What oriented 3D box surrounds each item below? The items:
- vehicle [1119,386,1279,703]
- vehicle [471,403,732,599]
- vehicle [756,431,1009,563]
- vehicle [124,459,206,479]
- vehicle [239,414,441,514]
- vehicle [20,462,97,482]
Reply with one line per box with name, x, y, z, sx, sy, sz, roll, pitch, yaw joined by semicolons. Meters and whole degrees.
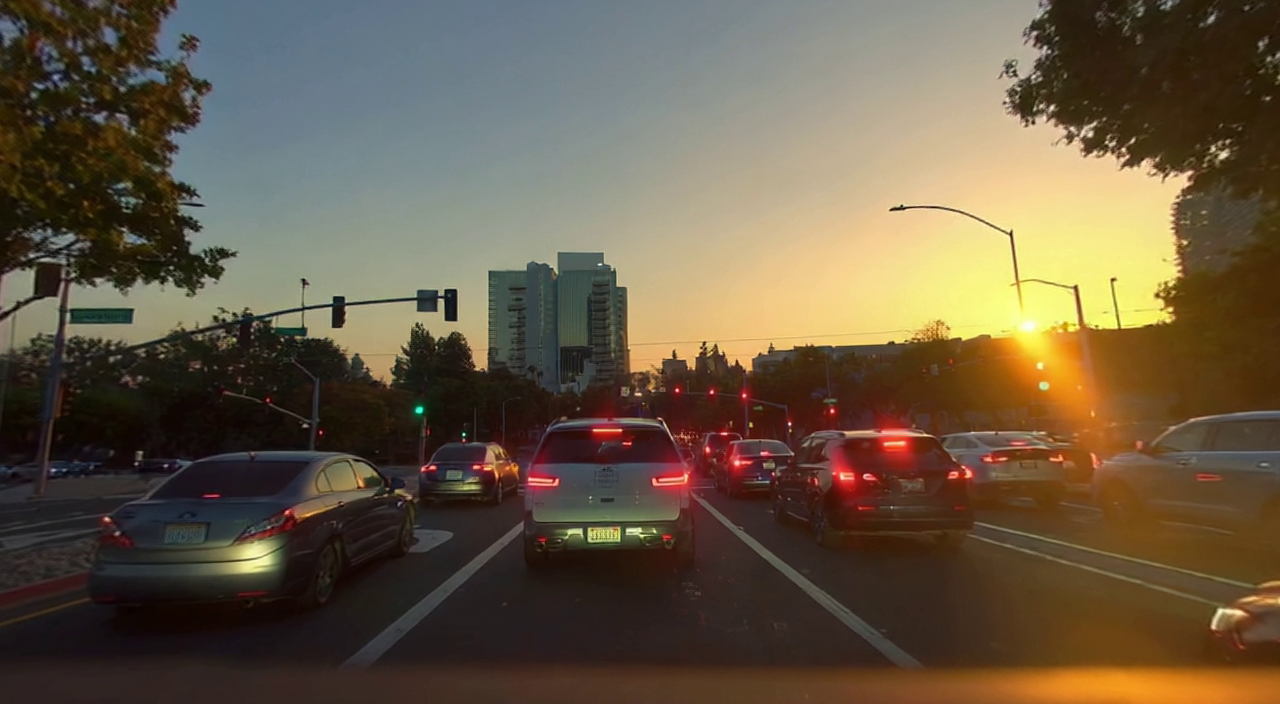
vehicle;3.301;0.666;0.785;1.980;1.515;4.362;0;-9;1
vehicle;-0.312;1.600;7.565;2.256;1.694;4.055;0;-9;1
vehicle;3.163;1.981;9.403;1.971;1.473;4.495;0;-8;0
vehicle;-37.352;9.162;49.400;4.914;1.487;1.850;0;-9;1
vehicle;-6.721;2.589;14.930;2.214;1.953;5.017;0;-9;1
vehicle;-45.661;9.413;49.336;4.232;1.498;1.791;0;-9;1
